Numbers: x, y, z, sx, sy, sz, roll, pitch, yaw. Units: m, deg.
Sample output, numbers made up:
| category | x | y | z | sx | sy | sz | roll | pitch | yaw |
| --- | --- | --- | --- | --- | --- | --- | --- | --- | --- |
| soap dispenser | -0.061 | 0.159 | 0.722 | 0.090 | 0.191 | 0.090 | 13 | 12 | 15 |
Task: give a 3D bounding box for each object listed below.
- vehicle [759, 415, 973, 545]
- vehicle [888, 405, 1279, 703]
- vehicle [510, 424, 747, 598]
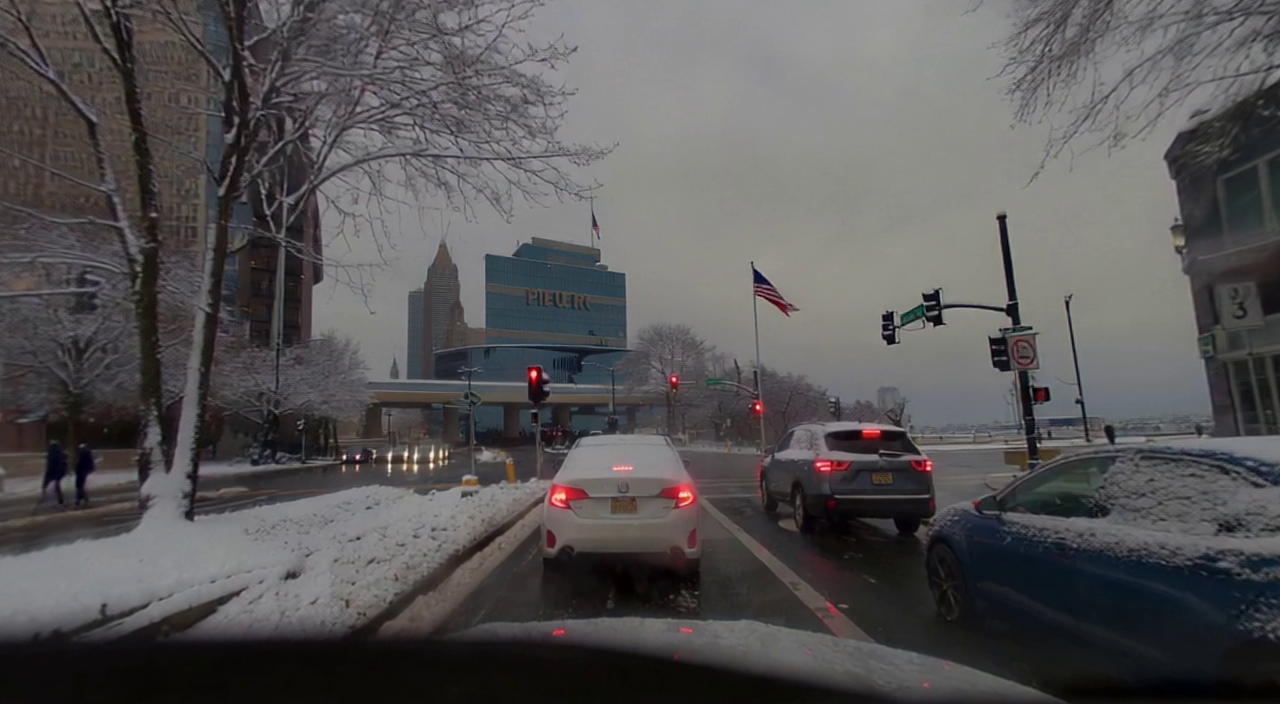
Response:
| category | x | y | z | sx | sy | sz | roll | pitch | yaw |
| --- | --- | --- | --- | --- | --- | --- | --- | --- | --- |
| vehicle | 3.508 | 2.078 | 10.942 | 1.978 | 1.738 | 4.599 | 0 | -8 | 0 |
| vehicle | 3.377 | 1.176 | 4.000 | 1.833 | 1.465 | 4.258 | 0 | -8 | -1 |
| vehicle | -0.104 | 1.696 | 7.555 | 2.096 | 1.521 | 3.747 | 0 | -8 | 0 |
